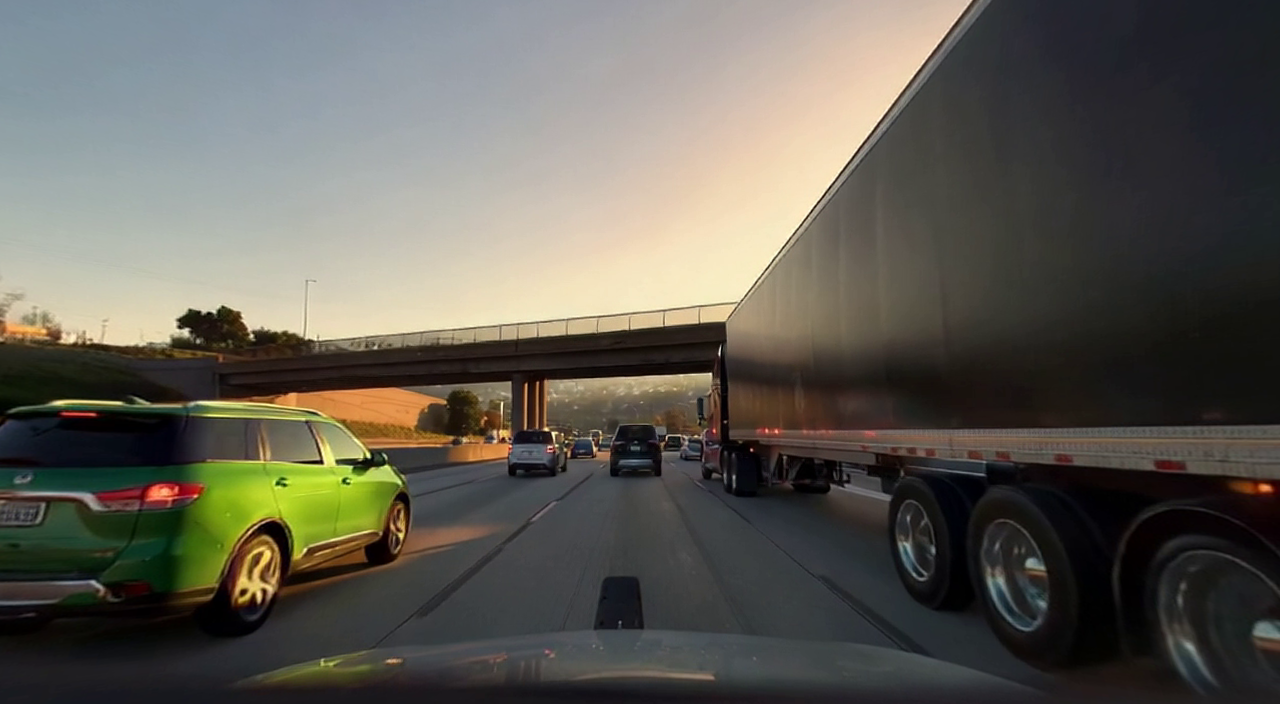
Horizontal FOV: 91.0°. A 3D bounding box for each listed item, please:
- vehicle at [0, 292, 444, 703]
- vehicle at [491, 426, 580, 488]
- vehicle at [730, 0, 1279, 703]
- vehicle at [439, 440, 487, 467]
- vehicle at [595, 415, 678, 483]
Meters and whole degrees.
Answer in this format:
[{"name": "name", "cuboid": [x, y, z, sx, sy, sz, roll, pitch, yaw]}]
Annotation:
[{"name": "vehicle", "cuboid": [-3.274, 1.042, 4.414, 2.193, 1.803, 4.958, 0, -8, 0]}, {"name": "vehicle", "cuboid": [-3.310, 3.463, 21.013, 2.120, 1.812, 4.659, 0, -8, 1]}, {"name": "vehicle", "cuboid": [3.607, 0.192, 6.739, 2.852, 4.121, 16.210, 0, -8, 0]}, {"name": "vehicle", "cuboid": [-11.345, 6.527, 40.619, 1.888, 1.600, 4.345, 0, -9, -1]}, {"name": "vehicle", "cuboid": [-0.123, 3.600, 23.589, 2.704, 2.216, 5.804, 0, -8, 0]}]
